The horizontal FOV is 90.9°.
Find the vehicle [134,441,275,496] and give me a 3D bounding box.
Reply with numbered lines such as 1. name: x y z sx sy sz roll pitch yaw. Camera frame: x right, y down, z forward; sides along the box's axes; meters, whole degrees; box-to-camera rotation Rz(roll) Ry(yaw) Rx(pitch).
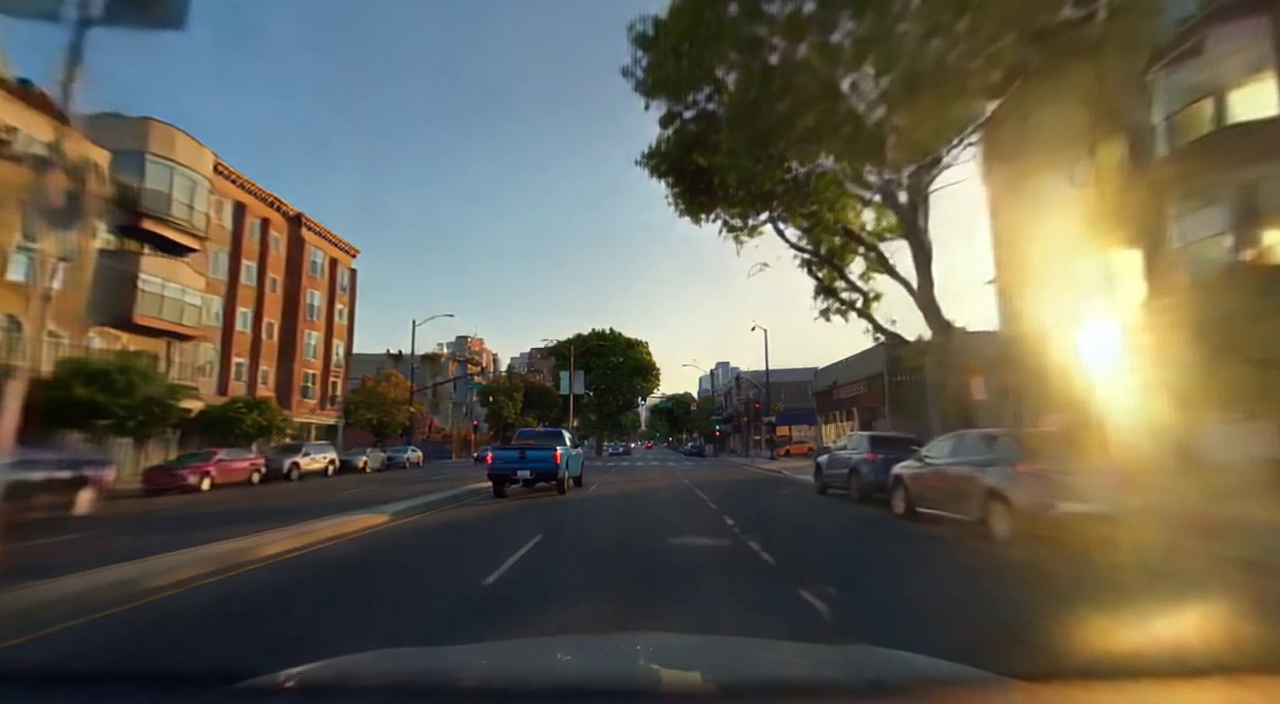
1. vehicle: -16.113 4.288 23.711 1.928 1.824 4.664 0 -9 0

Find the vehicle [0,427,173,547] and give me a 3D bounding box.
1. vehicle: -10.159 2.087 10.033 2.013 1.704 4.364 0 -9 1

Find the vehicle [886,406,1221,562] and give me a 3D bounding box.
1. vehicle: 5.887 1.940 10.004 2.043 1.841 4.842 0 -9 1

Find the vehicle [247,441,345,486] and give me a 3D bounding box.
1. vehicle: -15.888 5.135 29.488 1.948 1.827 4.730 -2 -8 0

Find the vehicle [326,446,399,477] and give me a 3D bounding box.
1. vehicle: -15.949 6.298 36.558 2.100 1.596 4.739 -2 -9 0

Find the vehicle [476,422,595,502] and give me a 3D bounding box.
1. vehicle: -2.566 2.900 17.047 2.197 1.786 5.365 0 -9 1
